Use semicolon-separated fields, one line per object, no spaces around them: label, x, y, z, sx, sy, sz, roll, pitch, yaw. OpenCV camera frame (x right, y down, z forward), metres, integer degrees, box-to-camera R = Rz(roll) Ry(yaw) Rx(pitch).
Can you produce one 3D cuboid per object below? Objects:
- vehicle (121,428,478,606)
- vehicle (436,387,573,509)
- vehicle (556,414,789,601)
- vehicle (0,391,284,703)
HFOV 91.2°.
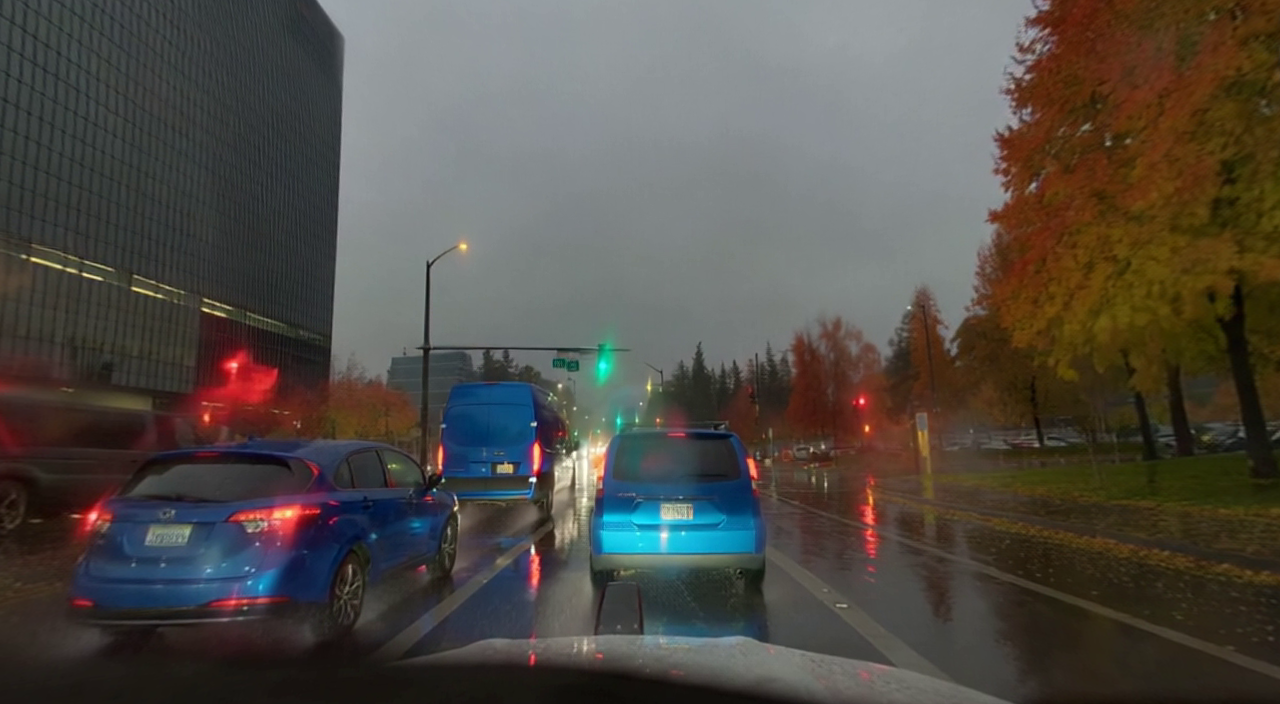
vehicle;-3.485;1.758;7.570;1.955;1.499;4.223;0;-9;0
vehicle;-3.263;2.538;16.600;2.343;2.635;5.684;0;-9;0
vehicle;0.193;1.604;7.214;1.979;1.562;3.630;0;-9;-3
vehicle;-2.910;0.819;1.522;1.893;1.491;3.798;0;-9;-1
